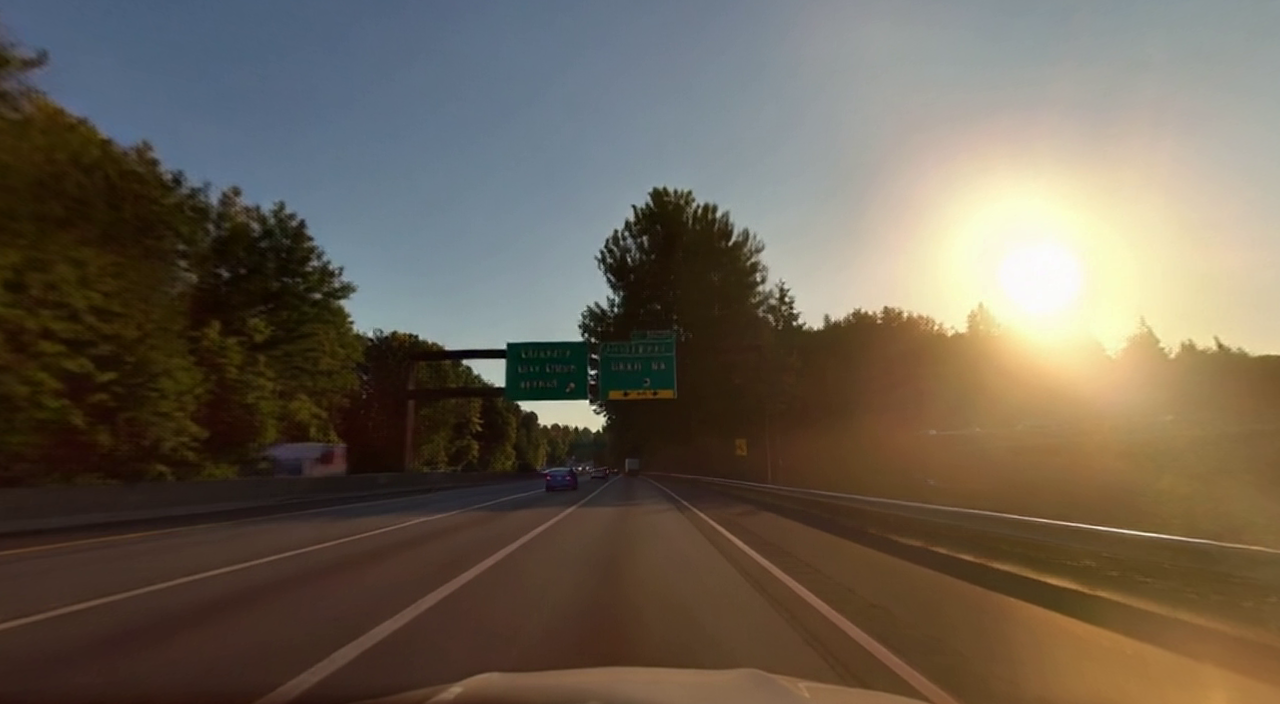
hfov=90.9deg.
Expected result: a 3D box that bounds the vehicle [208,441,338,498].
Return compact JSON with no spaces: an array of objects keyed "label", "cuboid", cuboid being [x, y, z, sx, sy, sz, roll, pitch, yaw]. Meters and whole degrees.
[{"label":"vehicle","cuboid":[-17.147,5.586,30.023,2.362,2.411,6.145,1,-10,1]}]

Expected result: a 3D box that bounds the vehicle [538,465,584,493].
[{"label":"vehicle","cuboid":[-4.353,7.102,35.418,1.995,1.467,4.467,1,-10,0]}]
